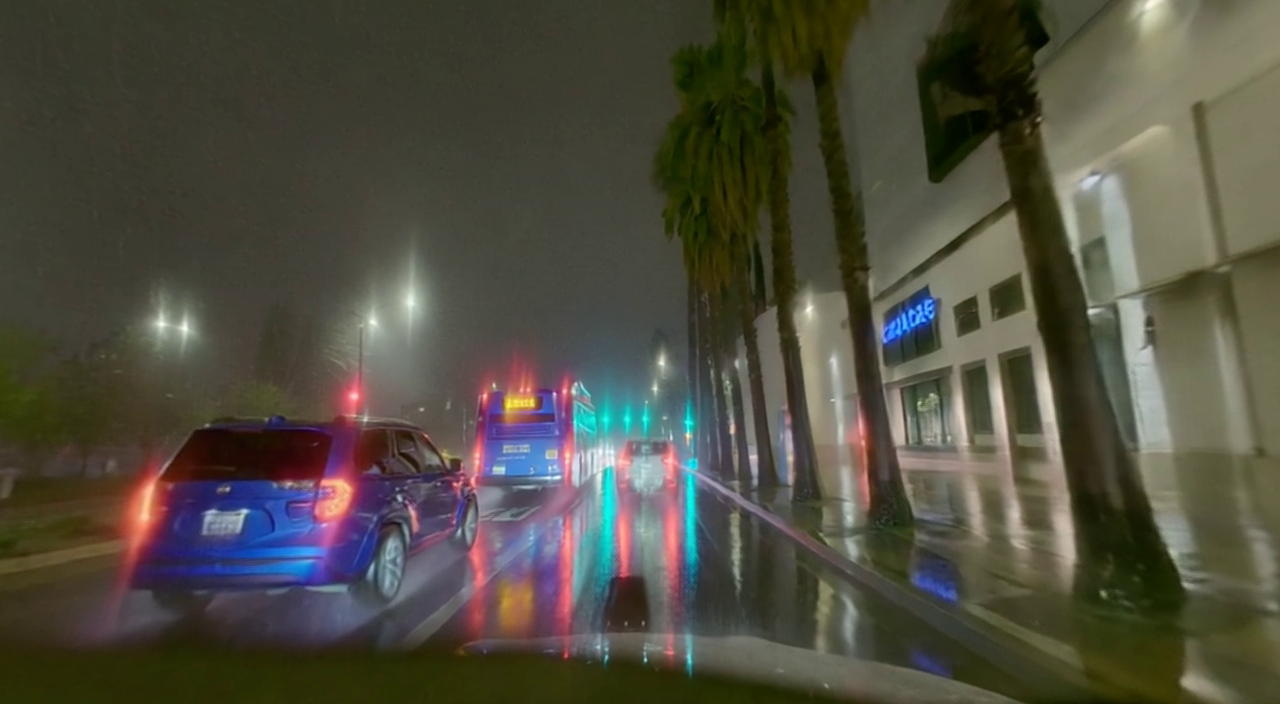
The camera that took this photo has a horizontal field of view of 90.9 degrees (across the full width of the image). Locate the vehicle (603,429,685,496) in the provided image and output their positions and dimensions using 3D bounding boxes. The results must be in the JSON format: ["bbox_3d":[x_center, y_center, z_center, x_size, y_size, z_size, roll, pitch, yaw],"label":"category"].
[{"bbox_3d":[0.127,3.175,18.420,2.120,1.727,3.917,0,-8,1],"label":"vehicle"}]

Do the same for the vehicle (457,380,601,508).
[{"bbox_3d":[-2.933,2.828,19.414,2.775,3.064,8.297,0,-8,1],"label":"vehicle"}]

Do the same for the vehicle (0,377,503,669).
[{"bbox_3d":[-2.980,1.390,6.269,2.124,1.799,4.587,0,-8,1],"label":"vehicle"}]
